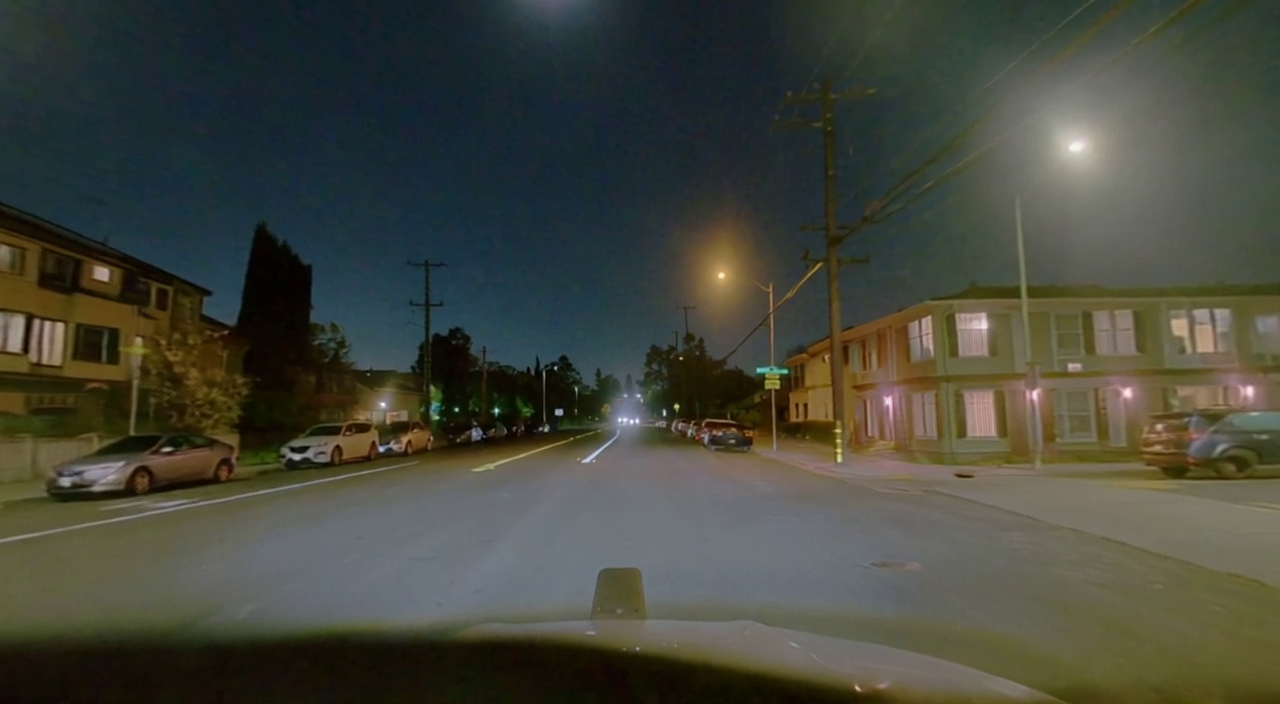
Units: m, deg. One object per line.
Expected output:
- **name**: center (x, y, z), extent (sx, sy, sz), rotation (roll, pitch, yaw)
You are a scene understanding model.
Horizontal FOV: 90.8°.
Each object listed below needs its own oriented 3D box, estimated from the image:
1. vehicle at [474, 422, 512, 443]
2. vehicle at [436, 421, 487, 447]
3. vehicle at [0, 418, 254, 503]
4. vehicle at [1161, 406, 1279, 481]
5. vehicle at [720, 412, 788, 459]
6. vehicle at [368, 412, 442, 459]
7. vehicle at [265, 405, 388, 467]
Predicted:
- **vehicle**: center (-11.366, 6.275, 49.051), extent (1.903, 1.535, 4.342), rotation (0, -9, -1)
- **vehicle**: center (-11.124, 5.197, 39.678), extent (2.051, 1.520, 4.374), rotation (0, -9, -2)
- **vehicle**: center (-11.111, 2.368, 14.085), extent (2.082, 1.540, 4.654), rotation (0, -9, 0)
- **vehicle**: center (13.636, 2.055, 14.634), extent (2.122, 1.474, 4.313), rotation (-8, -10, 41)
- **vehicle**: center (4.387, 3.329, 24.899), extent (1.867, 1.680, 4.176), rotation (0, -9, 0)
- **vehicle**: center (-11.327, 4.009, 30.766), extent (1.926, 1.998, 4.447), rotation (-4, -6, -1)
- **vehicle**: center (-11.125, 3.084, 22.887), extent (2.056, 1.980, 4.763), rotation (0, -9, -1)
